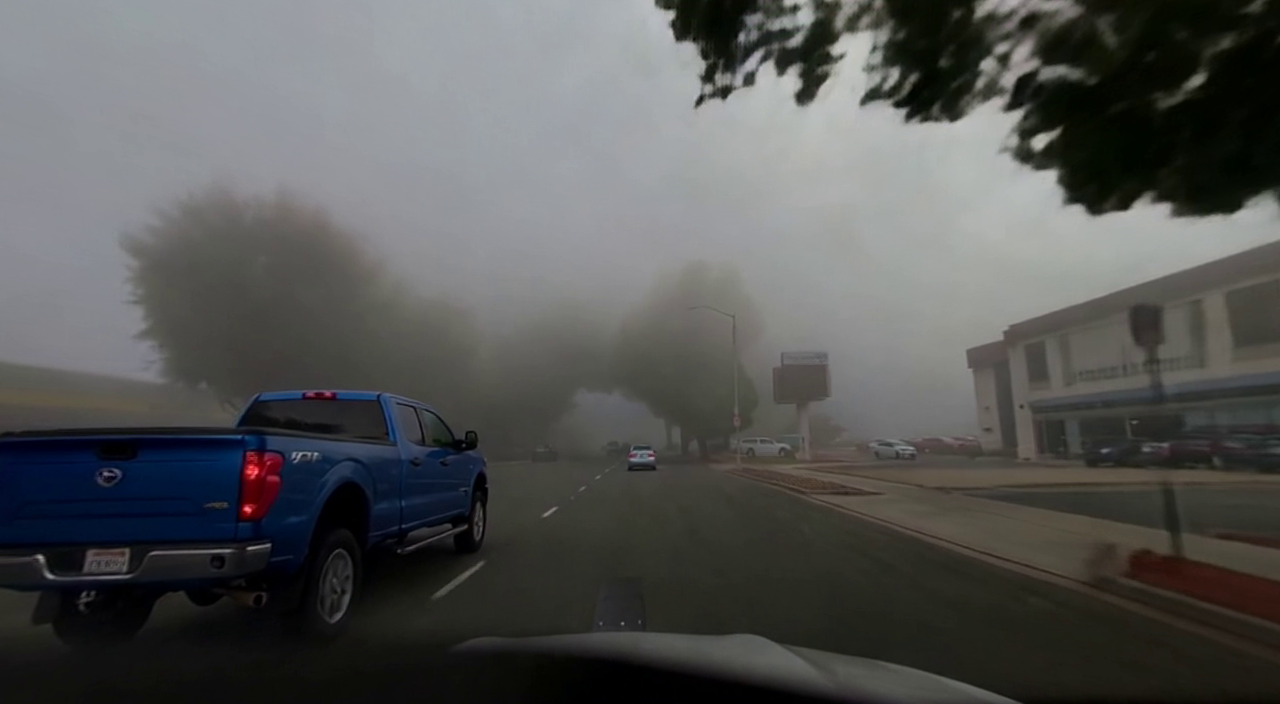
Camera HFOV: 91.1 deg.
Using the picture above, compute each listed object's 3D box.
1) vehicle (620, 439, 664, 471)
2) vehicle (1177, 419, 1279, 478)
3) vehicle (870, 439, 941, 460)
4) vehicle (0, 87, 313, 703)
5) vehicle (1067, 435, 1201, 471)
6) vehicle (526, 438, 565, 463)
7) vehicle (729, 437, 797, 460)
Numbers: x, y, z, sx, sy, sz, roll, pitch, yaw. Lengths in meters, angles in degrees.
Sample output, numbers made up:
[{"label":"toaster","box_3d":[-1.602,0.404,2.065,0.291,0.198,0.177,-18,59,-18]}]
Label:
[{"label":"vehicle","box_3d":[0.098,5.503,33.722,2.191,1.530,4.470,-1,-8,0]},{"label":"vehicle","box_3d":[20.372,3.044,19.958,4.501,1.780,2.082,-5,-10,29]},{"label":"vehicle","box_3d":[20.955,7.682,49.633,4.836,1.567,2.051,-6,-10,31]},{"label":"vehicle","box_3d":[-3.471,0.294,1.183,2.733,2.495,5.037,-1,-8,3]},{"label":"vehicle","box_3d":[22.124,4.553,28.371,4.437,1.485,2.027,-5,-9,31]},{"label":"vehicle","box_3d":[-7.284,7.629,48.902,2.146,1.788,5.153,-1,-8,0]},{"label":"vehicle","box_3d":[9.790,7.657,49.965,5.109,1.735,1.997,3,-9,-25]}]
